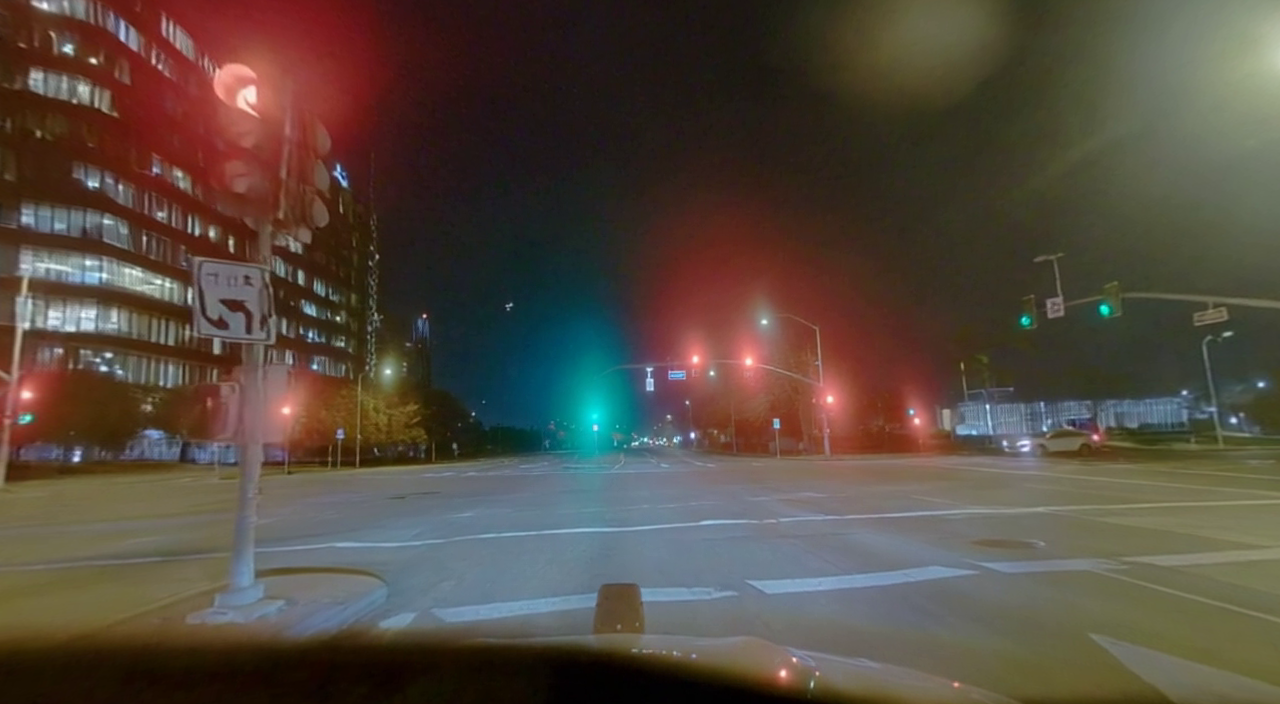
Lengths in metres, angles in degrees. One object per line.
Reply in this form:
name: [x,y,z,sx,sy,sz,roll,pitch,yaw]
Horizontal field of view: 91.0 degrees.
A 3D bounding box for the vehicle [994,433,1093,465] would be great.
vehicle: [22.029,5.298,34.391,4.769,1.634,1.884,3,-9,-18]
